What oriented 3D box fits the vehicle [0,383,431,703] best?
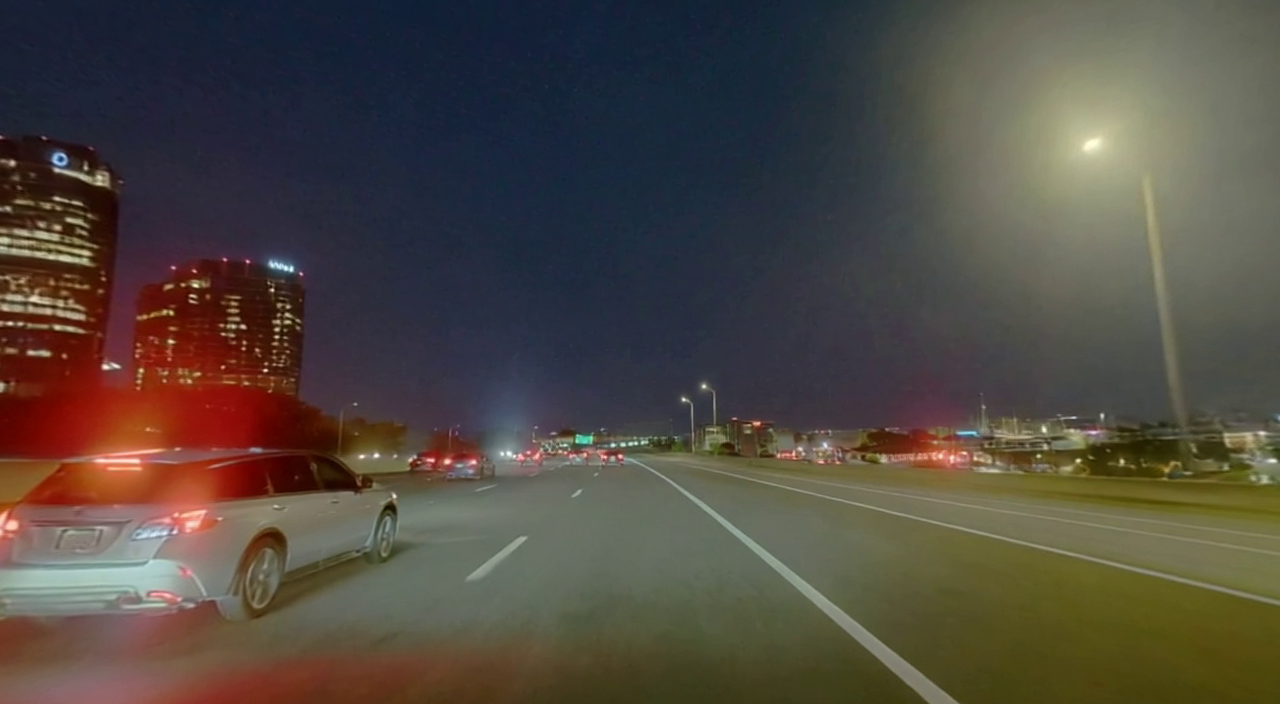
[{"bbox_3d":[-3.603,1.354,5.352,2.036,1.717,4.592,0,-9,0],"label":"vehicle"}]

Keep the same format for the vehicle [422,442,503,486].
[{"bbox_3d":[-7.261,4.632,26.328,2.075,1.642,4.638,0,-9,-1],"label":"vehicle"}]
